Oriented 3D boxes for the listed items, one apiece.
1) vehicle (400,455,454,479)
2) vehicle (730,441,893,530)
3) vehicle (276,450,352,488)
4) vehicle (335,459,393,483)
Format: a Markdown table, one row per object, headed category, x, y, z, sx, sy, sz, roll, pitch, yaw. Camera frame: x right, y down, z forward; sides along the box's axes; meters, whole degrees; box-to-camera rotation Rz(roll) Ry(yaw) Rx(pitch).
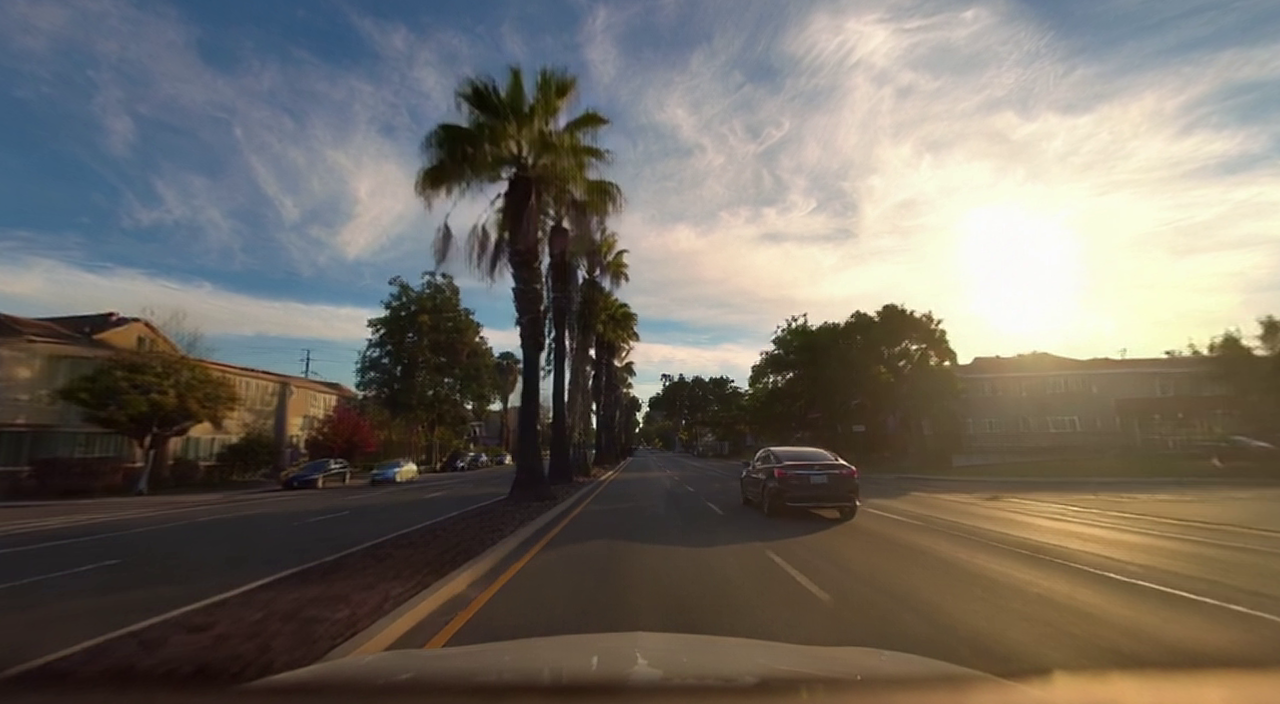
| category | x | y | z | sx | sy | sz | roll | pitch | yaw |
| --- | --- | --- | --- | --- | --- | --- | --- | --- | --- |
| vehicle | -14.672 | 7.972 | 43.893 | 1.990 | 1.488 | 4.724 | 0 | -9 | 2 |
| vehicle | 3.260 | 2.632 | 13.159 | 1.989 | 1.492 | 4.689 | 0 | -9 | -1 |
| vehicle | -19.044 | 6.867 | 37.191 | 1.987 | 1.998 | 4.642 | -3 | -10 | 1 |
| vehicle | -18.882 | 8.168 | 43.510 | 1.848 | 1.432 | 4.662 | 0 | -9 | 1 |
